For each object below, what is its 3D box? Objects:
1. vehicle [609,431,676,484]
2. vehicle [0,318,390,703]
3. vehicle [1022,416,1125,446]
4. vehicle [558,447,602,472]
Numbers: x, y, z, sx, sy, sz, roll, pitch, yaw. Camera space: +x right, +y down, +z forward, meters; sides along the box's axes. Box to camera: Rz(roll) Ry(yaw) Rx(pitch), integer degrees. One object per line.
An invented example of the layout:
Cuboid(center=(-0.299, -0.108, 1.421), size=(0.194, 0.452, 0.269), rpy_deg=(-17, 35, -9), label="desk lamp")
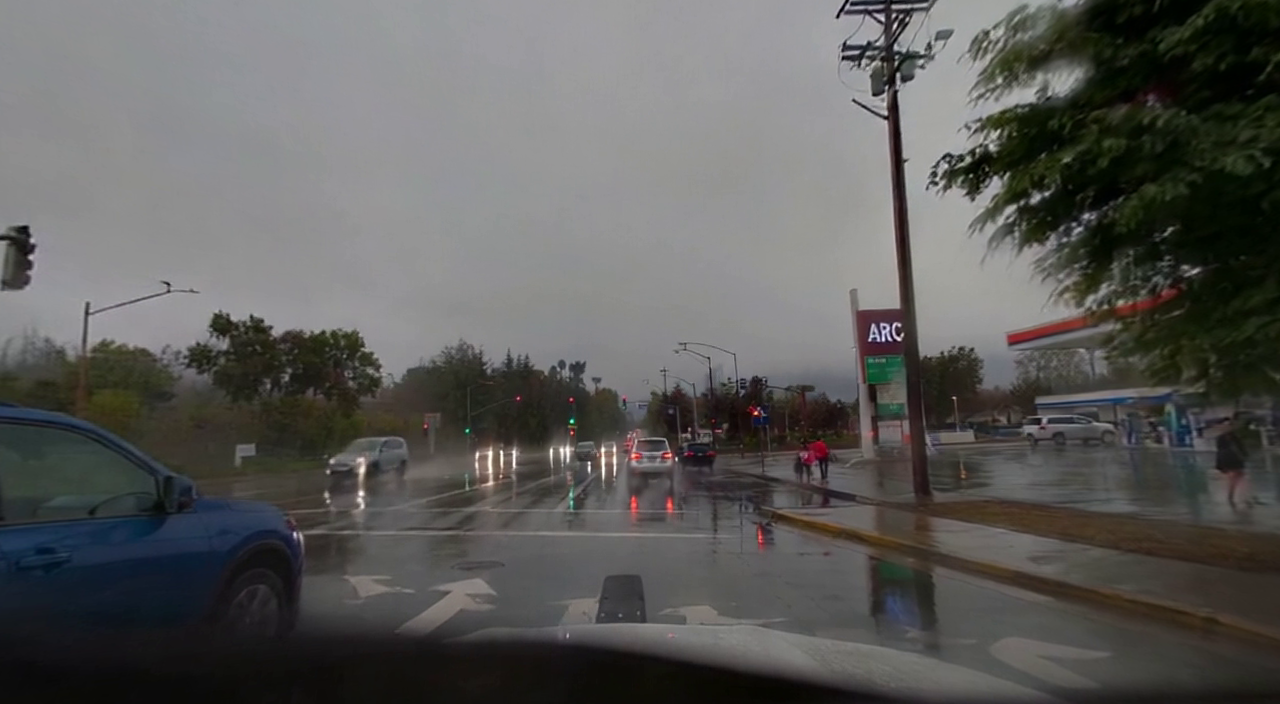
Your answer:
Cuboid(center=(0.055, 4.444, 26.933), size=(2.552, 1.999, 5.498), rpy_deg=(0, -8, -1), label="vehicle")
Cuboid(center=(-3.132, 0.863, 2.571), size=(2.247, 1.734, 4.919), rpy_deg=(0, -8, -1), label="vehicle")
Cuboid(center=(28.340, 5.213, 41.266), size=(5.102, 1.893, 2.120), rpy_deg=(0, -9, -1), label="vehicle")
Cuboid(center=(-3.636, 6.638, 39.168), size=(2.192, 1.458, 4.594), rpy_deg=(0, -8, 1), label="vehicle")
